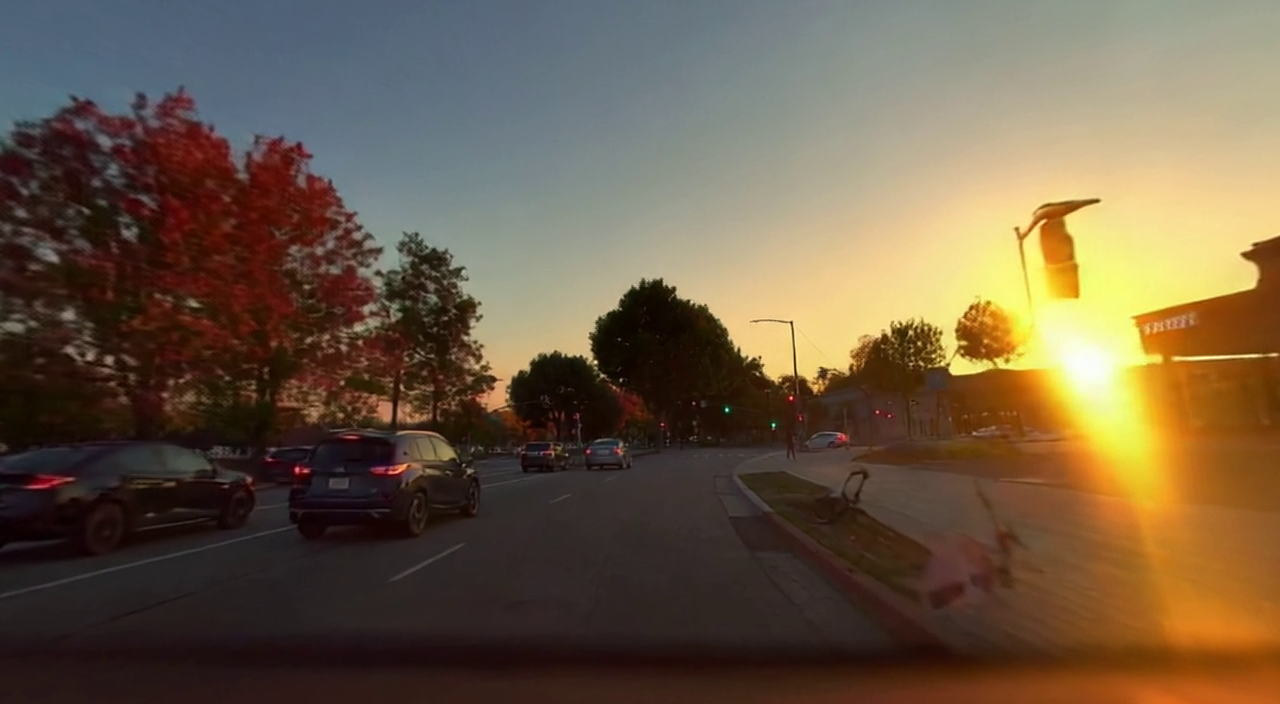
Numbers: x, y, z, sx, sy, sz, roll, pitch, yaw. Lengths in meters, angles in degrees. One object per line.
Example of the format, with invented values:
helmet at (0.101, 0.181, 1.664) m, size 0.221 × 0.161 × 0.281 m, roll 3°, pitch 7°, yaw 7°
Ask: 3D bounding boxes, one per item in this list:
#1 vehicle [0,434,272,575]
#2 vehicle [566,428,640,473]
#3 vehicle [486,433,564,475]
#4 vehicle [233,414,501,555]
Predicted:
vehicle at (-7.622, 2.023, 9.197) m, size 1.974 × 1.558 × 3.949 m, roll -1°, pitch -8°, yaw 3°
vehicle at (-1.535, 4.392, 28.255) m, size 2.167 × 1.832 × 4.679 m, roll -2°, pitch -9°, yaw 11°
vehicle at (-5.296, 4.785, 29.870) m, size 2.160 × 1.779 × 4.549 m, roll -2°, pitch -8°, yaw 10°
vehicle at (-3.747, 1.889, 9.679) m, size 2.002 × 1.664 × 4.113 m, roll -1°, pitch -8°, yaw 4°
